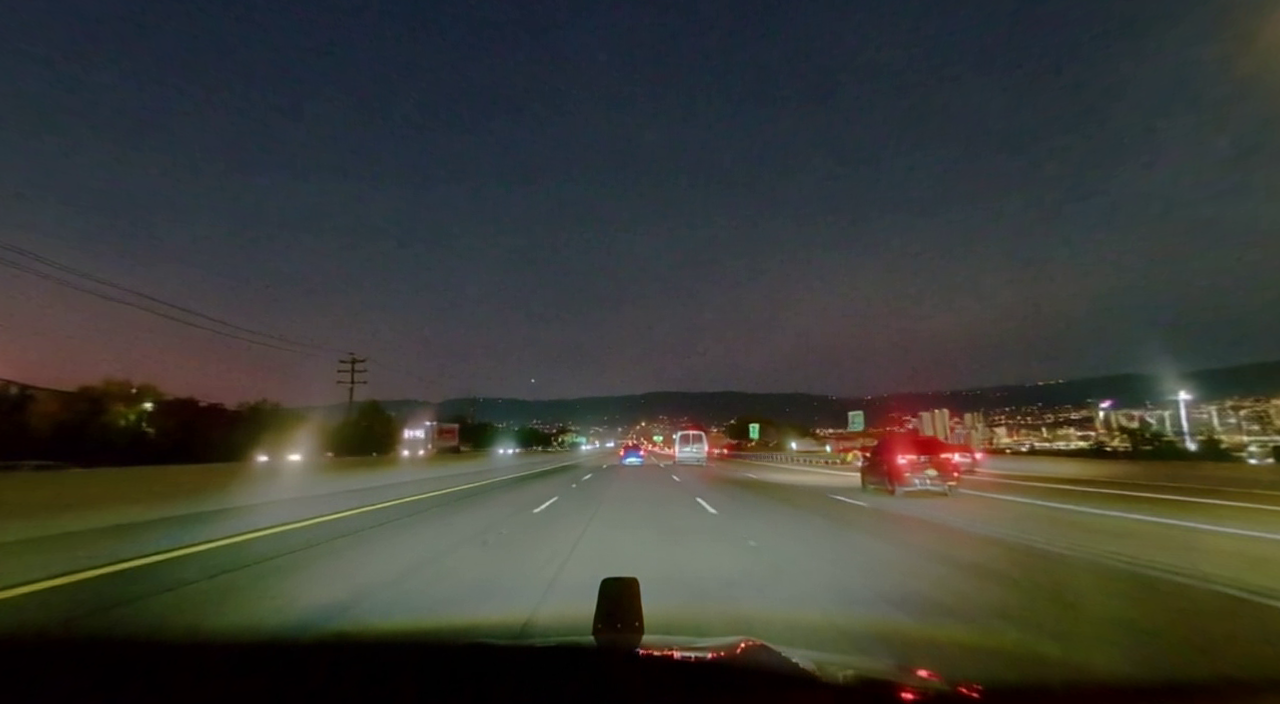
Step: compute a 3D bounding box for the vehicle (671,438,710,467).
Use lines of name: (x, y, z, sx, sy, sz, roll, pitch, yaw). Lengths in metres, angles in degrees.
vehicle: (3.226, 6.568, 41.340, 2.036, 1.796, 4.470, 0, -9, -2)

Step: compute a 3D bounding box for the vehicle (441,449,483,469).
vehicle: (-13.935, 8.379, 49.609, 1.878, 1.462, 4.573, 0, -9, 1)

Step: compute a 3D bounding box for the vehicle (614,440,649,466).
vehicle: (-0.610, 7.140, 44.725, 2.325, 1.712, 4.592, 0, -9, -1)

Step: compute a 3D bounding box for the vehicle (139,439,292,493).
vehicle: (-13.724, 3.700, 20.831, 1.968, 1.563, 4.376, 0, -9, 0)

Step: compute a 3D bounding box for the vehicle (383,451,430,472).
vehicle: (-17.680, 8.286, 48.027, 1.825, 1.456, 4.451, 0, -9, 0)
